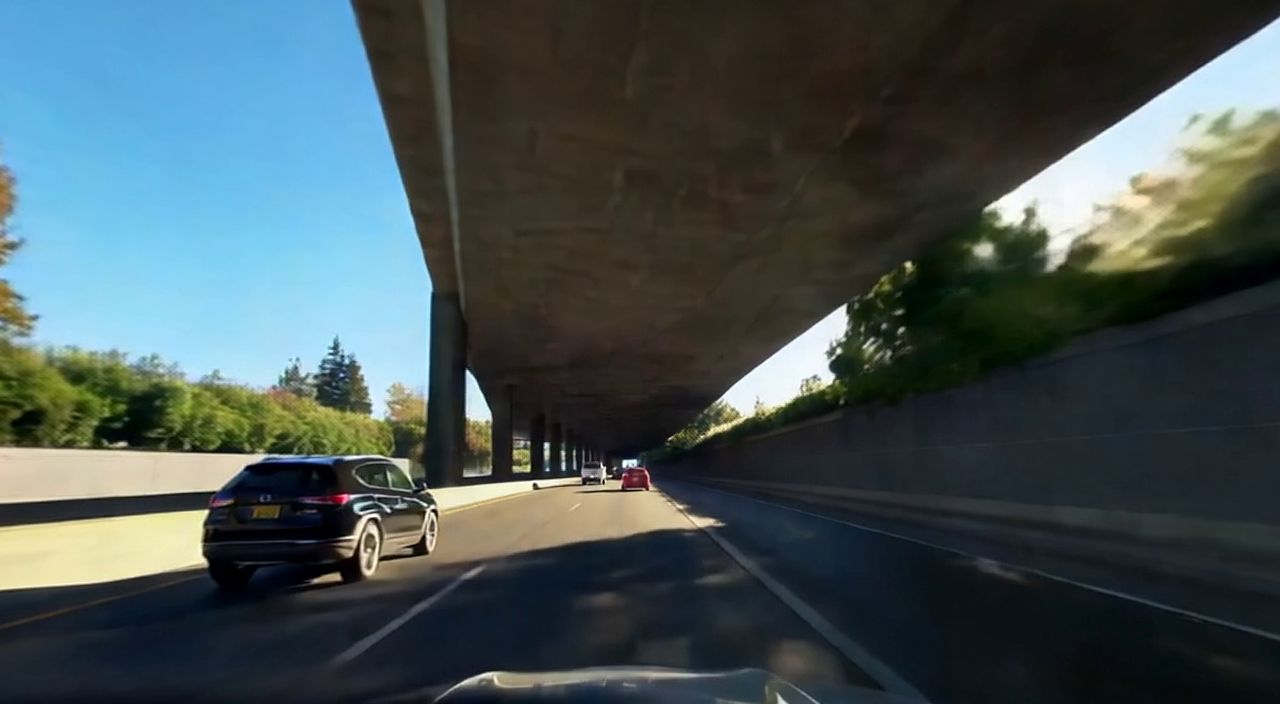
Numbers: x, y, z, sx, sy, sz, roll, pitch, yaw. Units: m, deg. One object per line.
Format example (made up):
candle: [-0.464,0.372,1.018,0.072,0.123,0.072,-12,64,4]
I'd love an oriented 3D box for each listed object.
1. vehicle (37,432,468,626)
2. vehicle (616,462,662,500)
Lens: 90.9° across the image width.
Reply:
vehicle: [-3.774,1.869,7.496,2.102,1.521,4.687,1,-11,0]
vehicle: [-0.093,6.018,29.479,1.992,1.601,3.762,1,-11,-1]
